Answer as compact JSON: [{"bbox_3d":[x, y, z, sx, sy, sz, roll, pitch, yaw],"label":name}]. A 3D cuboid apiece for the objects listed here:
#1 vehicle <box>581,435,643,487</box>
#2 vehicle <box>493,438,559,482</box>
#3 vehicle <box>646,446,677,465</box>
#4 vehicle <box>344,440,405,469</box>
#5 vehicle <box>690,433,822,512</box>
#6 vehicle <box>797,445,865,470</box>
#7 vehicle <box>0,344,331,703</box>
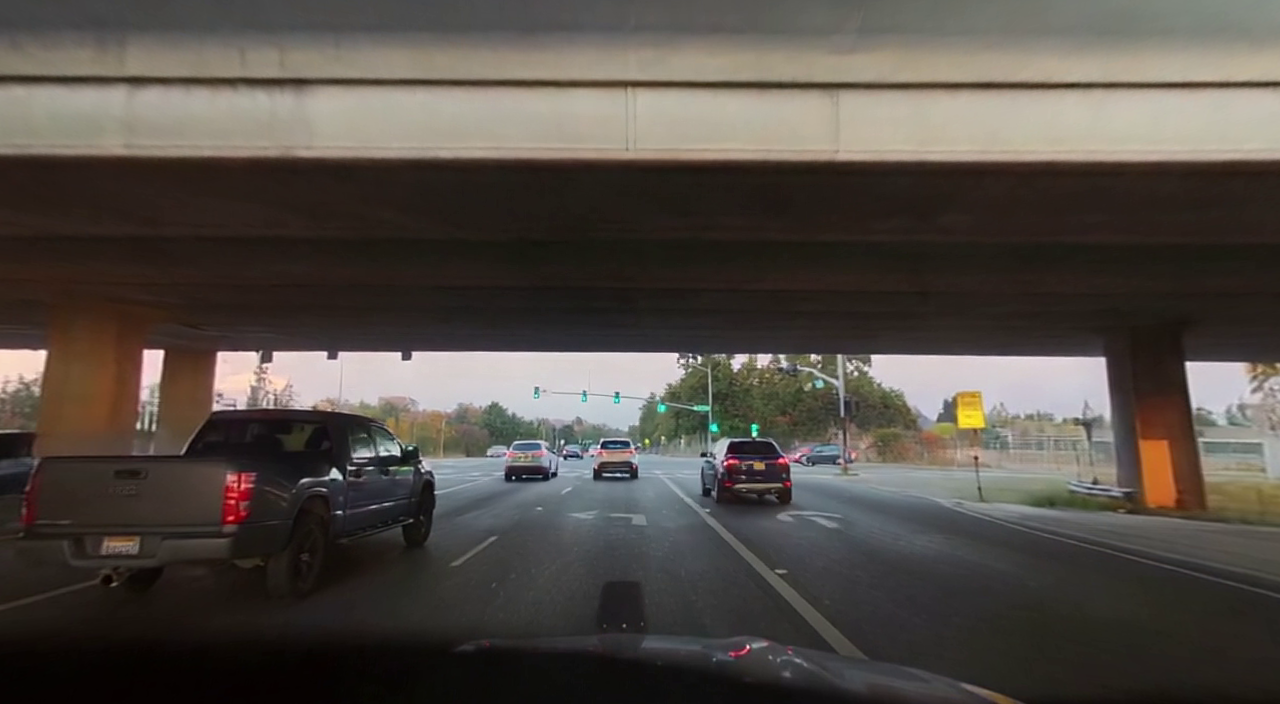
[{"bbox_3d":[-0.978,4.022,23.476,2.097,1.748,3.794,0,-8,-1],"label":"vehicle"},{"bbox_3d":[-4.777,4.554,26.968,2.127,1.720,4.064,0,-8,-1],"label":"vehicle"},{"bbox_3d":[1.647,8.176,49.883,2.026,1.457,3.969,1,-8,-5],"label":"vehicle"},{"bbox_3d":[-16.727,6.459,39.983,2.089,1.684,4.521,0,-8,-3],"label":"vehicle"},{"bbox_3d":[2.770,3.044,16.602,2.234,1.720,5.378,0,-8,-2],"label":"vehicle"},{"bbox_3d":[14.864,8.237,49.214,4.618,1.705,2.061,2,-10,-1],"label":"vehicle"},{"bbox_3d":[-4.204,1.008,4.021,2.074,1.814,4.596,0,-8,0],"label":"vehicle"}]
